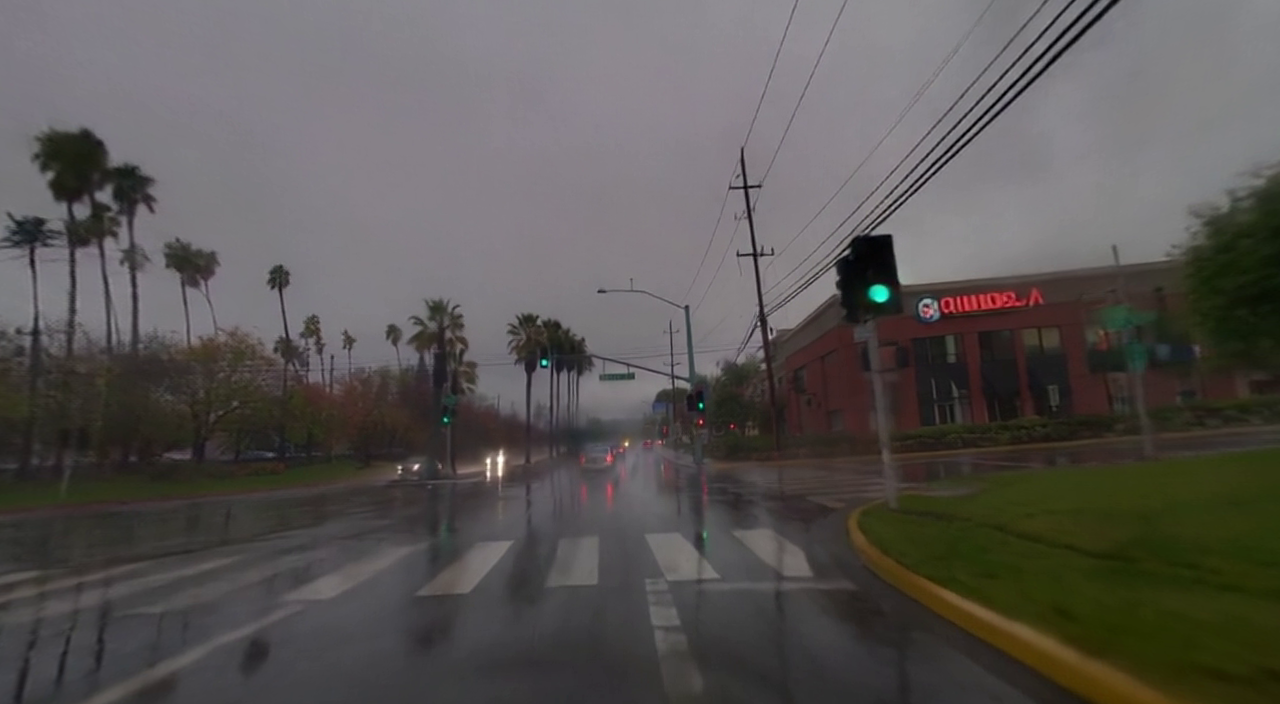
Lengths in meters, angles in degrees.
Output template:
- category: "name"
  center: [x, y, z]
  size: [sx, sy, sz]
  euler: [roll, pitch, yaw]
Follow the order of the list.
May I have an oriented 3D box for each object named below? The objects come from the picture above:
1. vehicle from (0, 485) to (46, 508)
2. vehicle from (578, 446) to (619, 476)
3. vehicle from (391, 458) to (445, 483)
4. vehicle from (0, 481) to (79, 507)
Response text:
- category: "vehicle"
  center: [-39.309, 9.017, 38.948]
  size: [3.685, 1.183, 1.680]
  euler: [-5, -9, -1]
- category: "vehicle"
  center: [-2.206, 5.891, 34.414]
  size: [2.063, 1.474, 4.334]
  euler: [0, -9, -2]
- category: "vehicle"
  center: [-14.586, 7.811, 41.802]
  size: [1.997, 1.480, 4.715]
  euler: [0, -9, -1]
- category: "vehicle"
  center: [-39.744, 9.355, 41.802]
  size: [3.522, 1.412, 1.580]
  euler: [3, -10, 2]
